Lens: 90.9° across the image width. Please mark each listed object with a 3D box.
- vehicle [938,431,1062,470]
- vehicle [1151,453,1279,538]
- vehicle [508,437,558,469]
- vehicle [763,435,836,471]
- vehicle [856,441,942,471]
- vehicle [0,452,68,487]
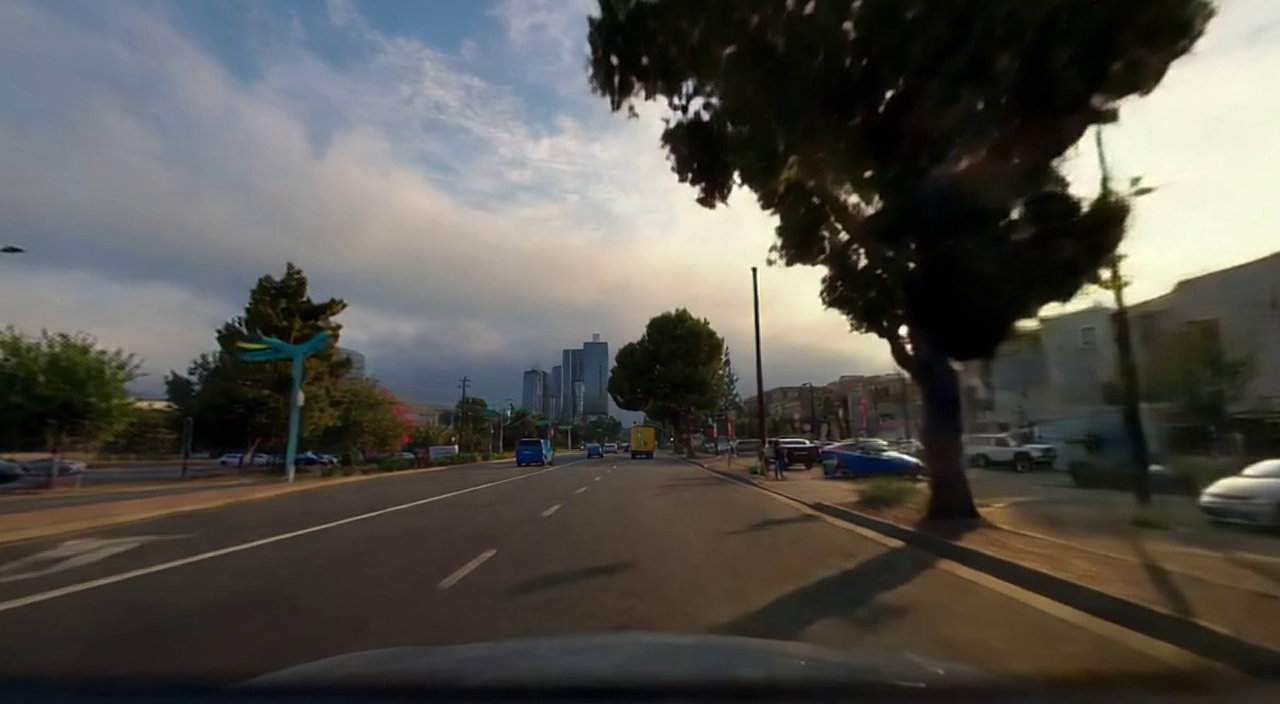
[{"bbox_3d":[18.638,5.149,33.095,2.211,1.880,5.847,2,-9,-12],"label":"vehicle"},{"bbox_3d":[13.286,2.858,12.877,3.967,1.552,1.914,0,-9,-1],"label":"vehicle"},{"bbox_3d":[-6.755,6.463,40.410,2.149,1.893,5.187,0,-9,1],"label":"vehicle"},{"bbox_3d":[8.296,5.304,33.368,2.057,1.750,4.679,1,-9,-8],"label":"vehicle"},{"bbox_3d":[13.543,5.449,33.287,1.944,1.476,4.483,2,-9,-12],"label":"vehicle"},{"bbox_3d":[-34.146,6.318,33.951,4.555,1.761,2.039,0,-8,0],"label":"vehicle"}]
